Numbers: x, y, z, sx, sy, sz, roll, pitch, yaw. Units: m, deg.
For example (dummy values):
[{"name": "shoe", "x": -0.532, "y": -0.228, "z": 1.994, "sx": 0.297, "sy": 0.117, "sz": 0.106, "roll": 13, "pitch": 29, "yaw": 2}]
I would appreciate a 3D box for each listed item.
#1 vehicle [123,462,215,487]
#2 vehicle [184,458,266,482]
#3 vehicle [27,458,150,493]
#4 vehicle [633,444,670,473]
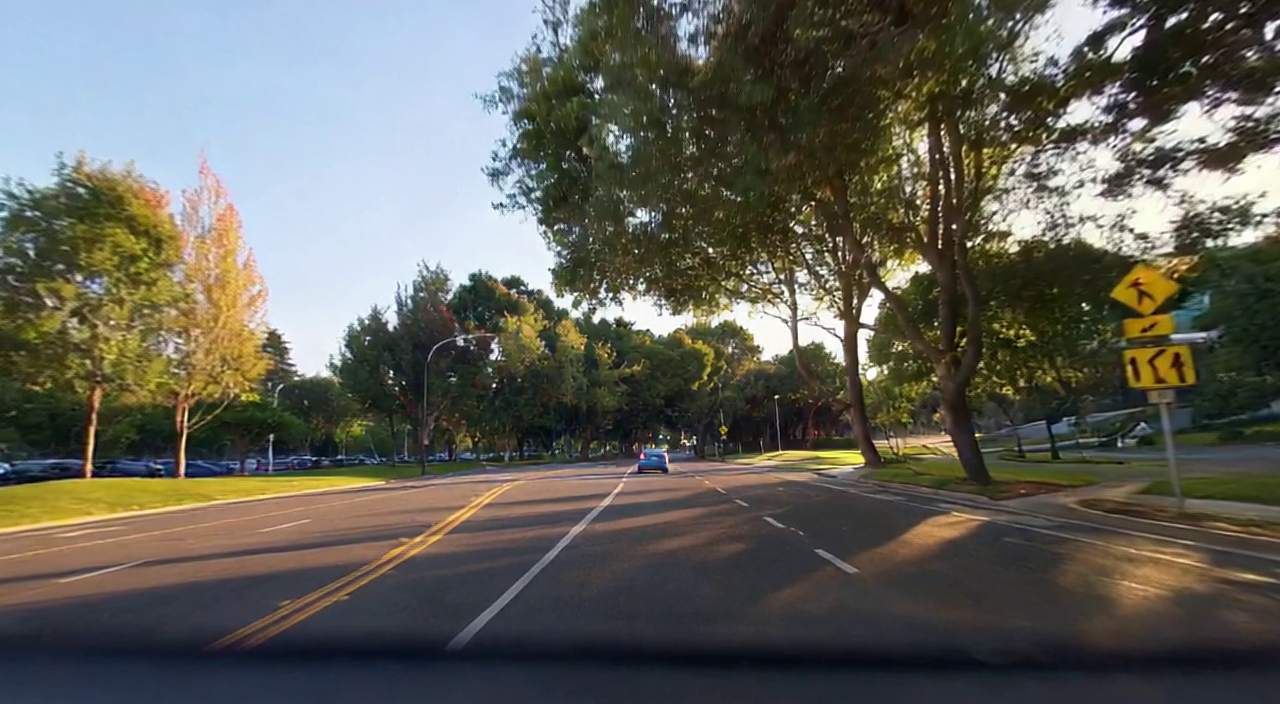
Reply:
[{"name": "vehicle", "x": -29.749, "y": 7.730, "z": 39.921, "sx": 4.316, "sy": 1.438, "sz": 1.843, "roll": -1, "pitch": -8, "yaw": 1}, {"name": "vehicle", "x": -29.411, "y": 8.366, "z": 44.774, "sx": 4.389, "sy": 1.588, "sz": 2.048, "roll": -1, "pitch": -8, "yaw": 0}, {"name": "vehicle", "x": -30.350, "y": 6.789, "z": 34.818, "sx": 4.653, "sy": 1.727, "sz": 2.126, "roll": 0, "pitch": -8, "yaw": -2}, {"name": "vehicle", "x": 0.603, "y": 6.012, "z": 35.743, "sx": 1.978, "sy": 1.499, "sz": 3.915, "roll": 0, "pitch": -8, "yaw": 0}]
